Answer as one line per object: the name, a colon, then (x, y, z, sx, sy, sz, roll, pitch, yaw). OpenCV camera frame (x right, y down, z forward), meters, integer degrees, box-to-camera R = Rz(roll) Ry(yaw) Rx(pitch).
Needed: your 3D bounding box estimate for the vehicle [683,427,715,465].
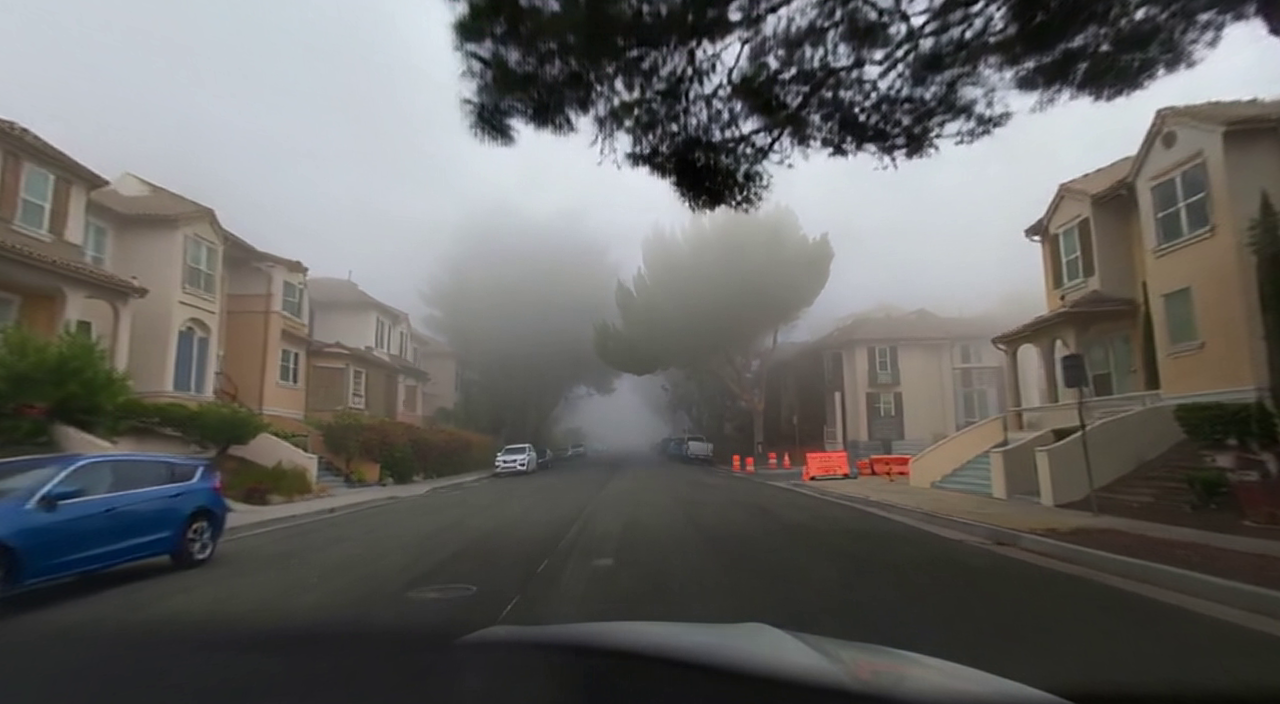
vehicle: (4.155, 6.670, 44.915, 2.082, 2.534, 3.248, -1, -8, 4)

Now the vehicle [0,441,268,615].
vehicle: (-6.537, 1.733, 6.856, 2.137, 1.481, 4.503, 0, -9, 2)

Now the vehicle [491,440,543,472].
vehicle: (-6.577, 5.608, 34.116, 1.957, 1.608, 4.476, 0, -8, -1)
